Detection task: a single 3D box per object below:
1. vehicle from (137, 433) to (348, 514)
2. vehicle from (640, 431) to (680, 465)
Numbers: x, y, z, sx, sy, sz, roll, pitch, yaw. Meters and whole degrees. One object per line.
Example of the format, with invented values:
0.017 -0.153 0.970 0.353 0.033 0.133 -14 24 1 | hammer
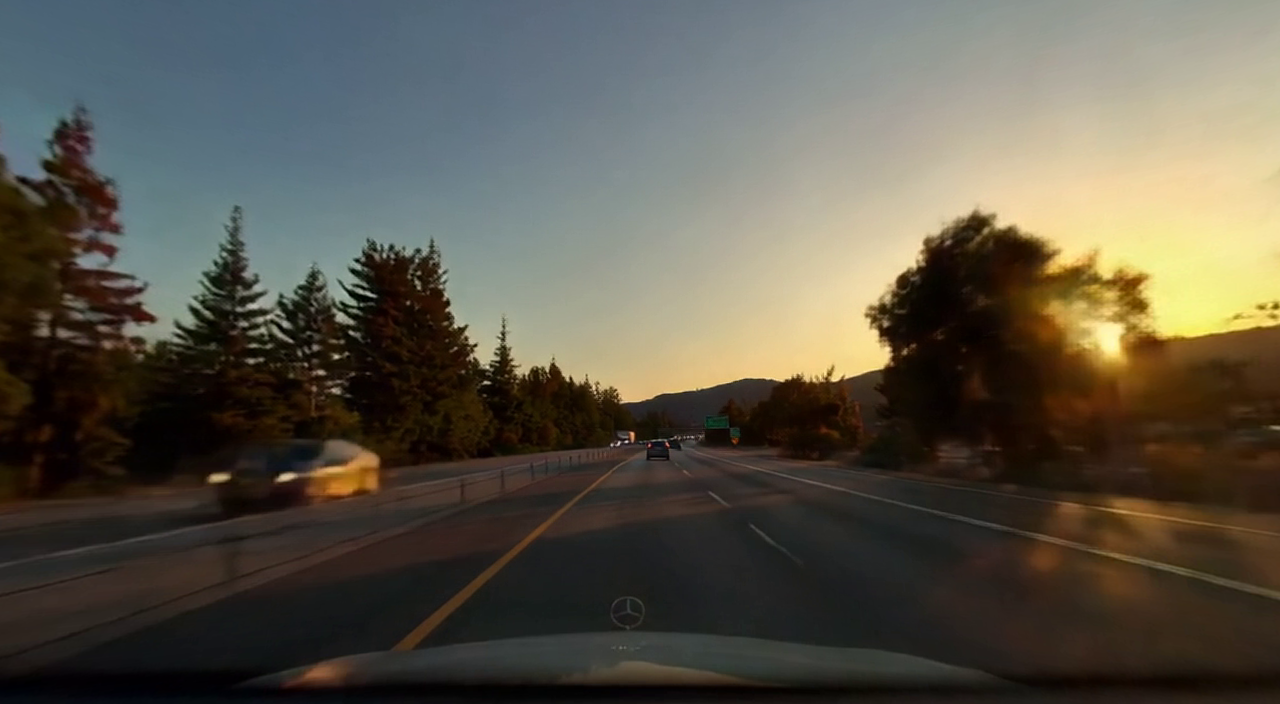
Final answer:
-8.238 2.517 13.574 1.865 1.485 3.974 0 -8 1 | vehicle
1.236 5.886 38.692 2.301 1.944 4.554 0 -8 2 | vehicle
